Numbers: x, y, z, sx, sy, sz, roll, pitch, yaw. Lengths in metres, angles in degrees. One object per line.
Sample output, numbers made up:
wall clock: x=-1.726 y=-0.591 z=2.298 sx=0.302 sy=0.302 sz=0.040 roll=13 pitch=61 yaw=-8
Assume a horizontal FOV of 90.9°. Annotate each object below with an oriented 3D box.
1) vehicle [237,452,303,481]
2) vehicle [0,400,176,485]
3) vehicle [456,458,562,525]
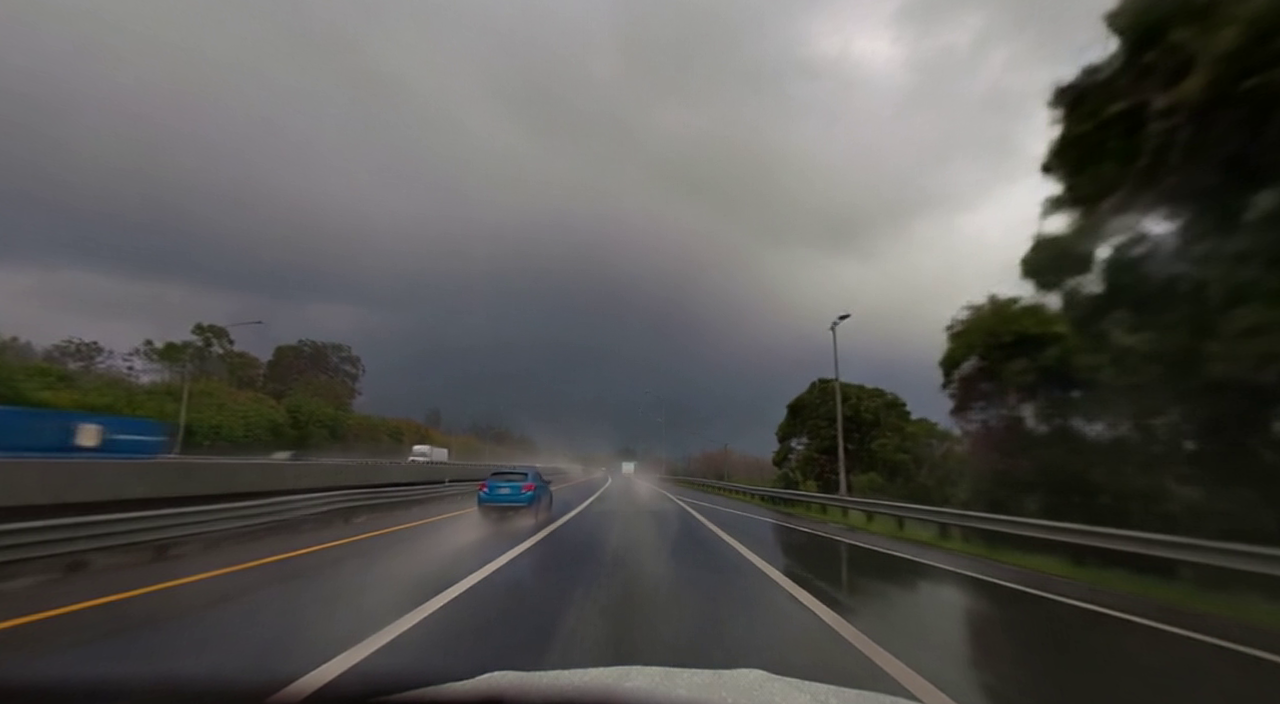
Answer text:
vehicle: x=-24.915 y=7.732 z=42.570 sx=1.984 sy=1.800 sz=4.321 roll=1 pitch=-10 yaw=-4
vehicle: x=-28.242 y=4.649 z=31.094 sx=2.808 sy=3.437 sz=10.955 roll=1 pitch=-10 yaw=-4
vehicle: x=-3.444 y=3.770 z=17.436 sx=1.967 sy=1.556 sz=4.364 roll=1 pitch=-10 yaw=0
